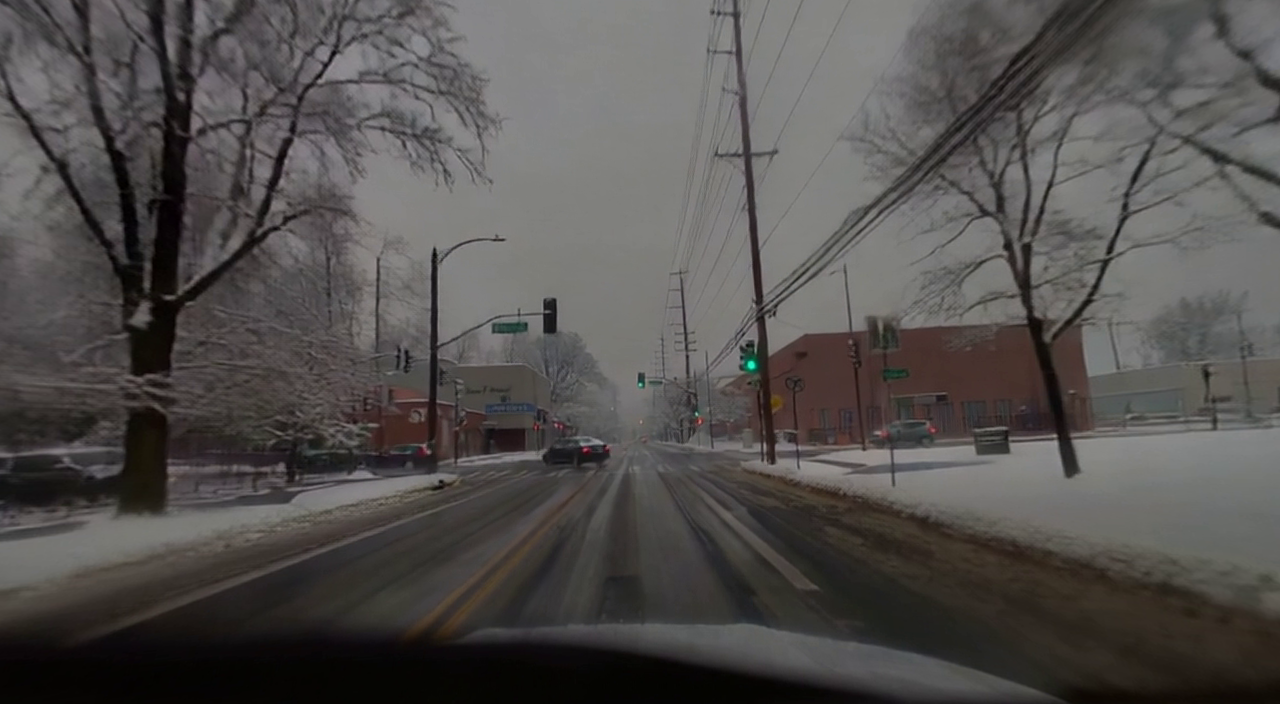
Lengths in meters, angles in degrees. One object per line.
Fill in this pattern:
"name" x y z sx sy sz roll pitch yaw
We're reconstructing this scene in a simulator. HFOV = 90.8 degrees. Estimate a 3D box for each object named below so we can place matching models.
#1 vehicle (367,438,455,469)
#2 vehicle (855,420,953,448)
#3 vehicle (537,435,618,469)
"vehicle" -13.445 5.981 37.218 4.472 1.736 1.874 -2 -9 11
"vehicle" 14.683 4.595 35.289 4.632 1.484 1.907 0 -8 -1
"vehicle" -3.143 4.855 30.844 2.118 1.478 4.624 5 -10 -31
